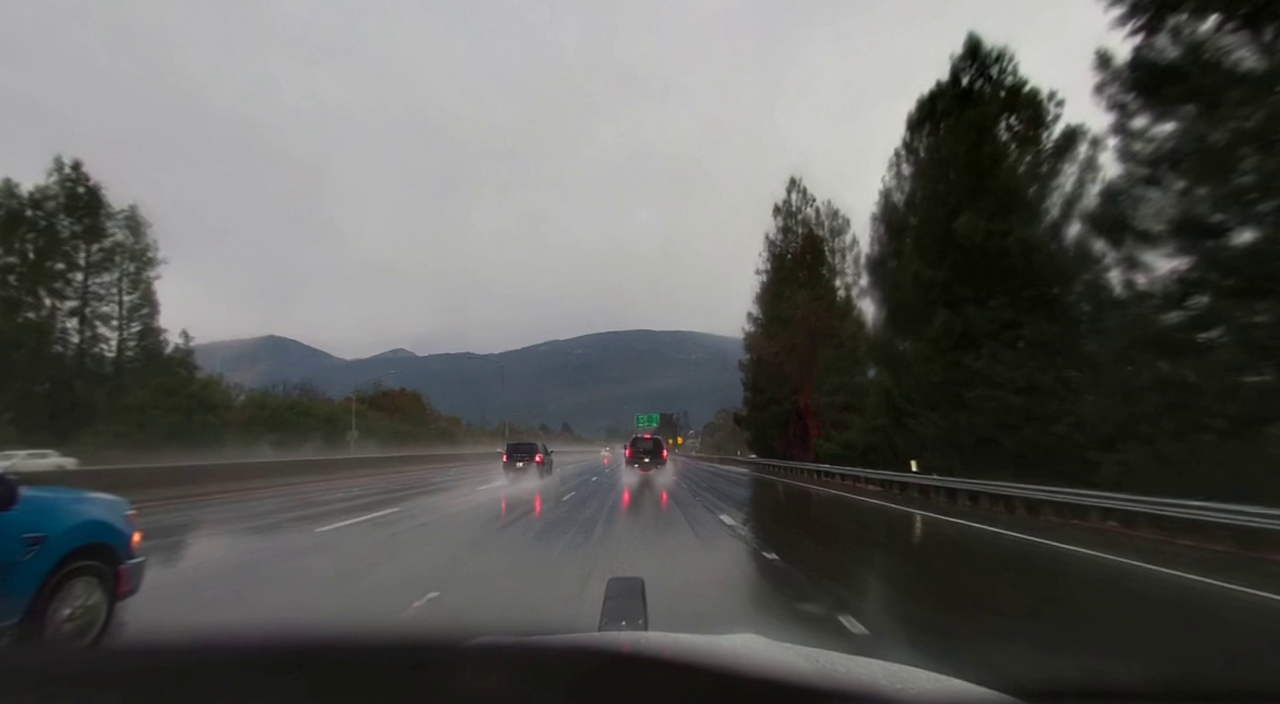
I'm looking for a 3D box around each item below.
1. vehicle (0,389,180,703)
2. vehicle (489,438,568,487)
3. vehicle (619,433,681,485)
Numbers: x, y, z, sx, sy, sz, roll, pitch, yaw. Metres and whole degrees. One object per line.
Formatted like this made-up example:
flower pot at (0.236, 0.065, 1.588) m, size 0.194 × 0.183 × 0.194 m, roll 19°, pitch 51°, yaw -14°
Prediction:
vehicle at (-4.024, 0.846, 2.030) m, size 1.959 × 1.604 × 4.065 m, roll 0°, pitch -9°, yaw 0°
vehicle at (-4.027, 4.052, 23.465) m, size 2.106 × 1.651 × 4.040 m, roll -1°, pitch -9°, yaw 1°
vehicle at (0.369, 4.223, 25.317) m, size 2.229 × 1.837 × 5.387 m, roll 0°, pitch -8°, yaw 0°
